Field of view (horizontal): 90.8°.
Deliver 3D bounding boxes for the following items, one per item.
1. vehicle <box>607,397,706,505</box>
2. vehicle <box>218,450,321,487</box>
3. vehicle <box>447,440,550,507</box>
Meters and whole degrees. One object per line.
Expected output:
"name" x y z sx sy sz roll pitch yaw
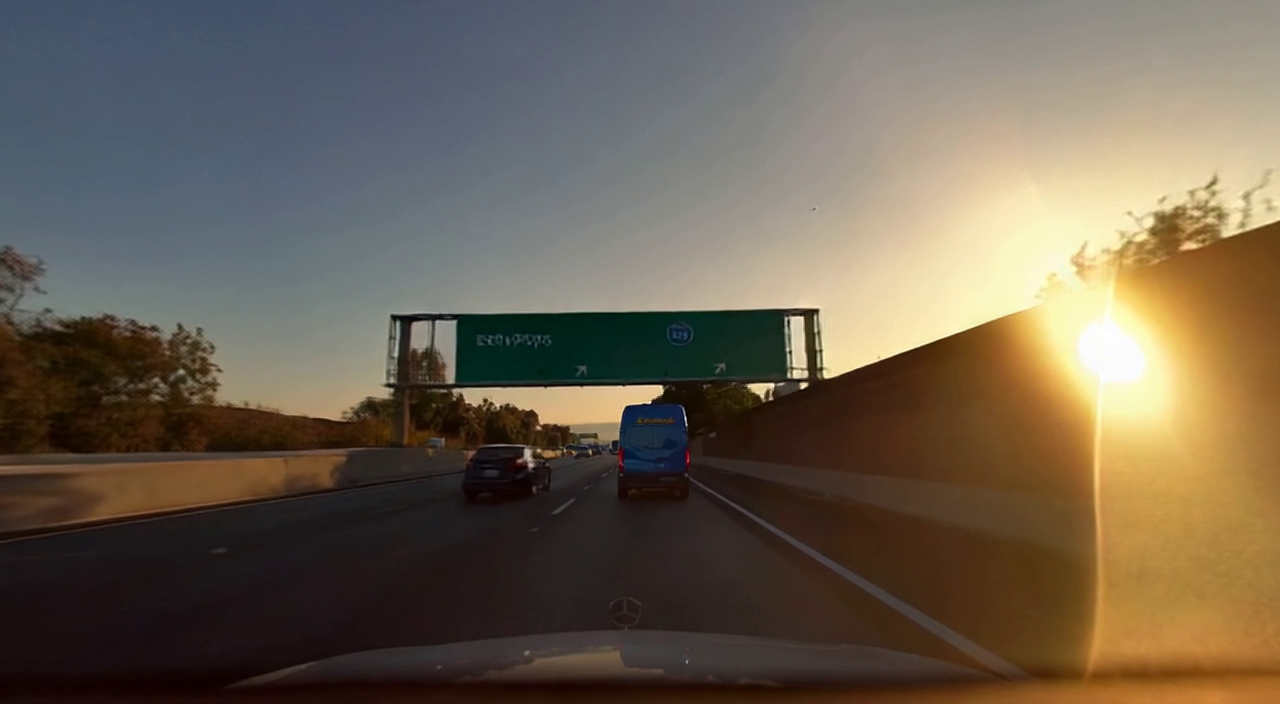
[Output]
"vehicle" 0.307 2.750 17.701 2.332 2.558 5.314 0 -9 -2
"vehicle" -16.072 5.042 27.678 1.839 1.437 4.315 0 -9 1
"vehicle" -3.494 3.047 16.220 1.788 1.500 3.475 0 -9 0
